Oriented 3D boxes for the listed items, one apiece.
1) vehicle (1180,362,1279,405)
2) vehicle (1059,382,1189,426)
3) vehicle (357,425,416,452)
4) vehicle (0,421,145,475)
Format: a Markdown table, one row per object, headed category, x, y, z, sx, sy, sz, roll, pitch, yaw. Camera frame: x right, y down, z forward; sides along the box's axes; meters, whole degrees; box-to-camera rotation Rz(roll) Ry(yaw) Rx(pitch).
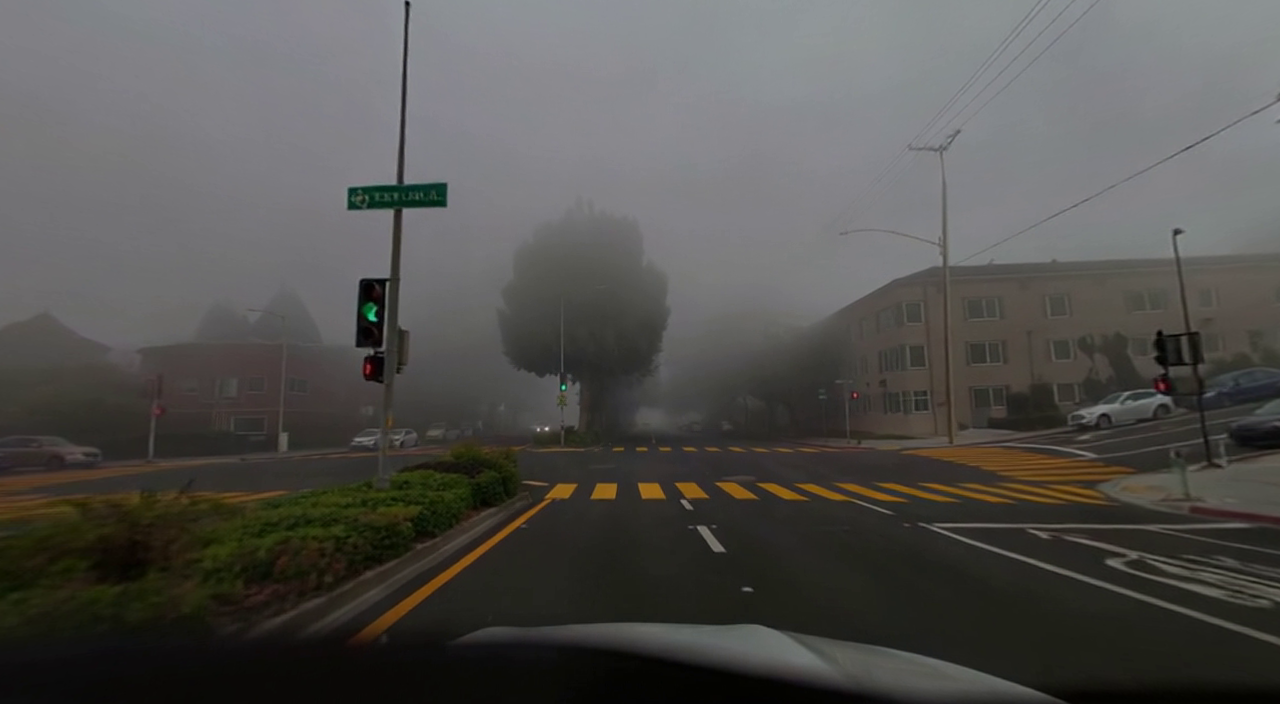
| category | x | y | z | sx | sy | sz | roll | pitch | yaw |
| --- | --- | --- | --- | --- | --- | --- | --- | --- | --- |
| vehicle | 27.944 | 1.443 | 29.316 | 3.978 | 1.843 | 1.874 | -2 | -2 | 1 |
| vehicle | 22.206 | 2.367 | 29.079 | 4.531 | 1.753 | 1.964 | -2 | -2 | -5 |
| vehicle | -18.494 | 6.389 | 46.469 | 2.225 | 1.871 | 5.189 | 0 | -8 | -1 |
| vehicle | -25.958 | 4.295 | 28.444 | 5.229 | 2.299 | 2.366 | 0 | -8 | 1 |
